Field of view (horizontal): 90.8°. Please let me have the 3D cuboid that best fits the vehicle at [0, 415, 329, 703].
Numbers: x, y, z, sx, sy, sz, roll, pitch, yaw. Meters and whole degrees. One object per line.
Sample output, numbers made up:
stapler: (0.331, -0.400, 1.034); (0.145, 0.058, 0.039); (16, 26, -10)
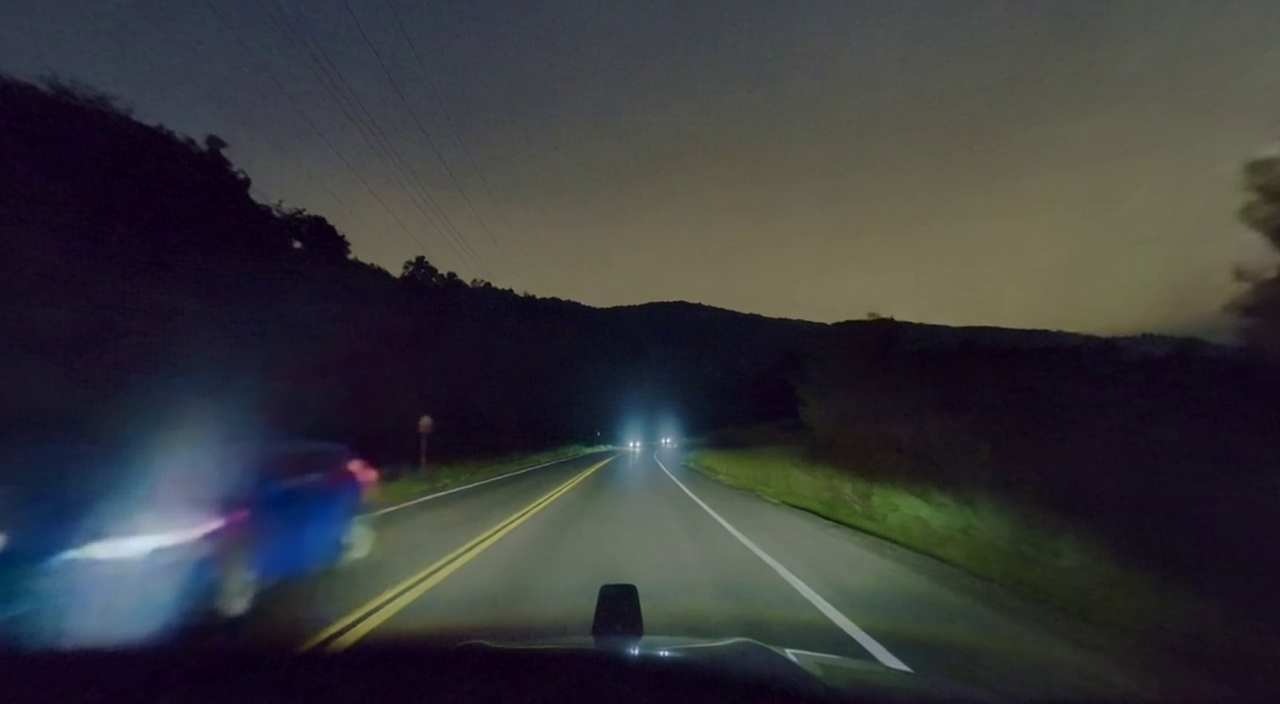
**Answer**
vehicle: (-3.598, 1.063, 2.887); (2.083, 1.486, 4.446); (0, -9, 0)
